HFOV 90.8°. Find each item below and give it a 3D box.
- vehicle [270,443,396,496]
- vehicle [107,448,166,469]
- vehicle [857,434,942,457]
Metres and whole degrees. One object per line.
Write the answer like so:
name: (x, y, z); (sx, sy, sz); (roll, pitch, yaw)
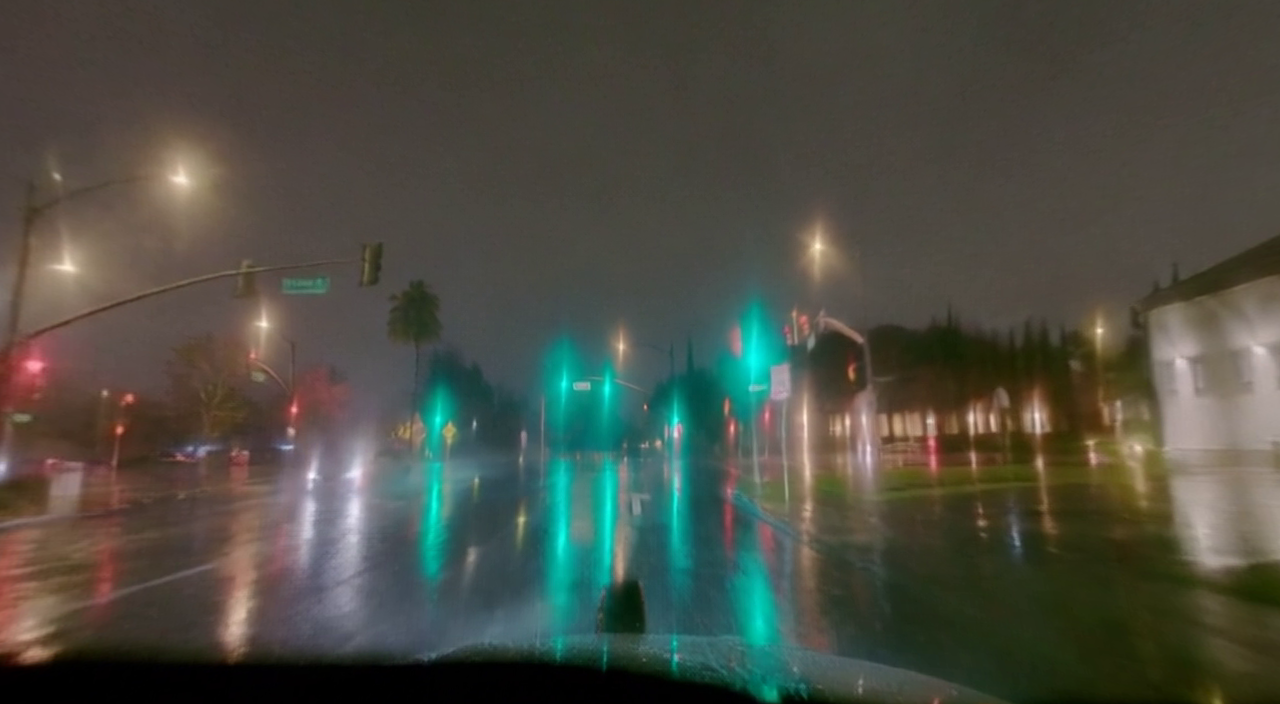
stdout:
vehicle: (-10.030, 3.835, 21.104); (2.035, 1.461, 4.465); (-3, -8, -1)
vehicle: (-39.044, 8.261, 49.104); (1.959, 1.590, 4.105); (3, -9, -15)
vehicle: (16.772, 6.041, 41.017); (4.720, 1.410, 1.784); (-1, -8, 9)
